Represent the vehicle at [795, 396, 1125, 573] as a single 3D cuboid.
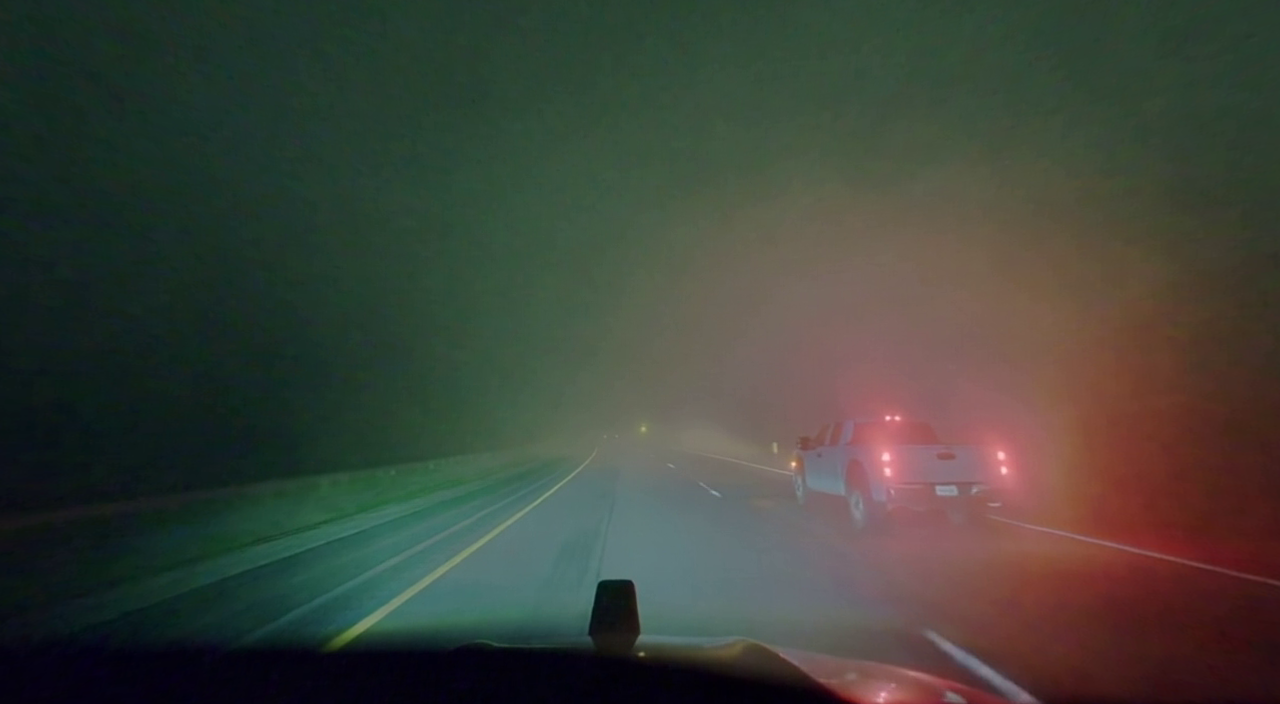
[{"bbox_3d":[3.548,1.524,8.089,1.941,1.655,4.137,0,-8,-2],"label":"vehicle"}]
